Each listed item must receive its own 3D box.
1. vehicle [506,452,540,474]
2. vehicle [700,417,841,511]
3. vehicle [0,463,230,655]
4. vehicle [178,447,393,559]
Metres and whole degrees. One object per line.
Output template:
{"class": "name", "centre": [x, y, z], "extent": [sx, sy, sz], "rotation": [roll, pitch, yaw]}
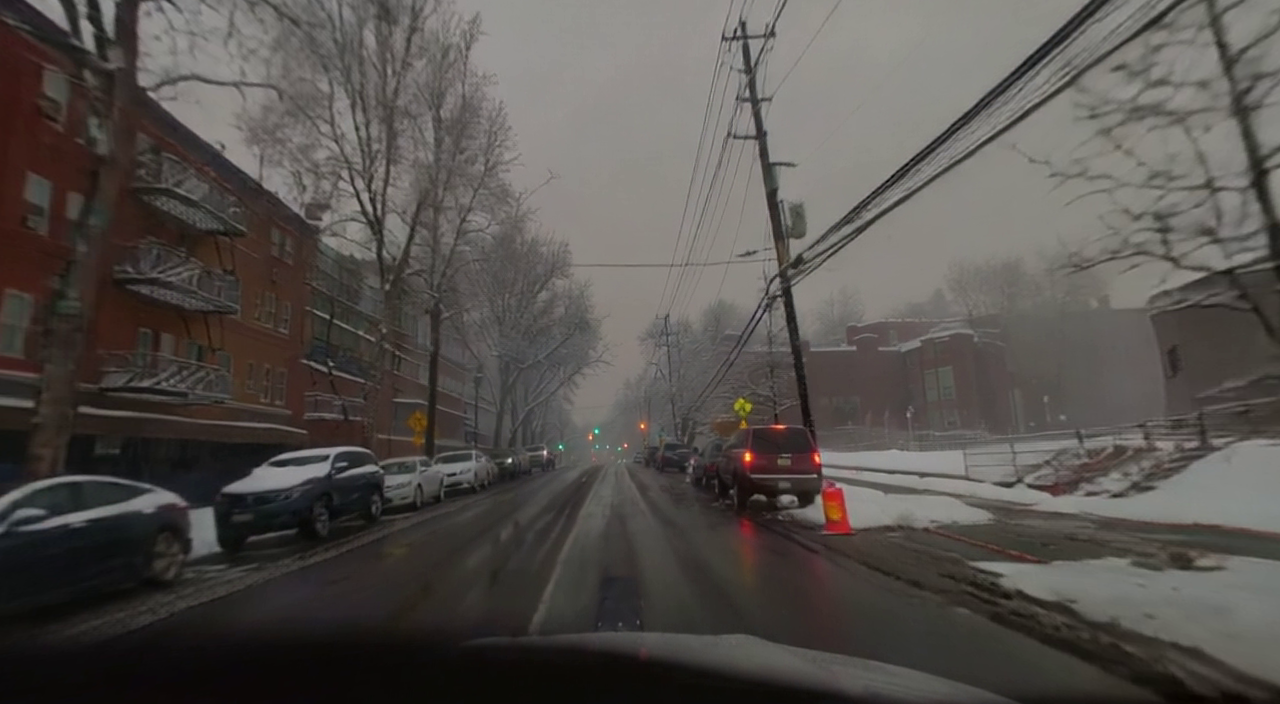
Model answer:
{"class": "vehicle", "centre": [-8.417, 7.994, 45.639], "extent": [1.968, 1.450, 4.271], "rotation": [0, -8, -4]}
{"class": "vehicle", "centre": [2.835, 2.766, 14.909], "extent": [1.994, 1.857, 4.393], "rotation": [1, -14, -5]}
{"class": "vehicle", "centre": [-6.125, 1.833, 5.835], "extent": [1.967, 1.483, 4.347], "rotation": [1, -13, -4]}
{"class": "vehicle", "centre": [-6.385, 2.677, 12.055], "extent": [1.996, 1.695, 4.127], "rotation": [1, -8, -6]}
